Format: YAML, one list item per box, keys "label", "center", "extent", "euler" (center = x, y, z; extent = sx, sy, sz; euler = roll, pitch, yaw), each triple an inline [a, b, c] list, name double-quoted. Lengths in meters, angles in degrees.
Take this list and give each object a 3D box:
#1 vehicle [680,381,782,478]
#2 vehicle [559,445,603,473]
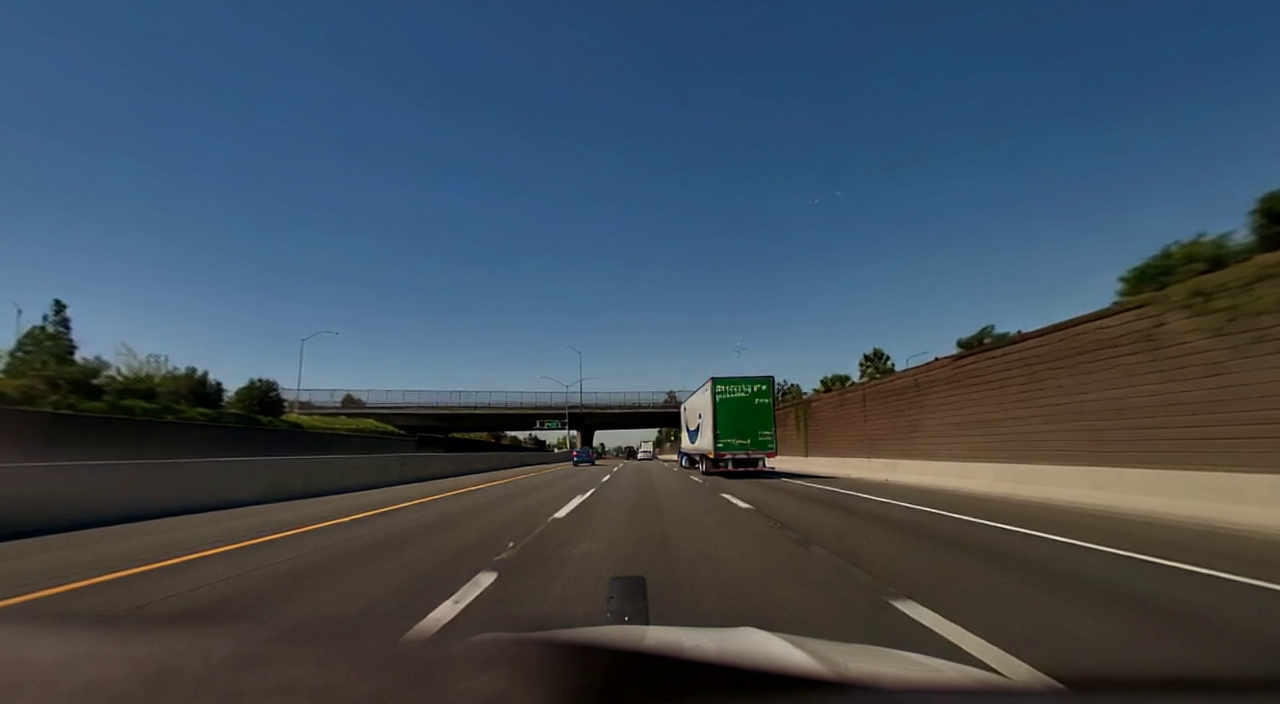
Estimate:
- label: "vehicle"
  center: [4.330, 4.475, 34.639]
  extent: [2.928, 4.021, 17.190]
  euler: [0, -8, 0]
- label: "vehicle"
  center: [-3.463, 6.420, 37.797]
  extent: [2.200, 1.562, 4.959]
  euler: [0, -9, 0]
